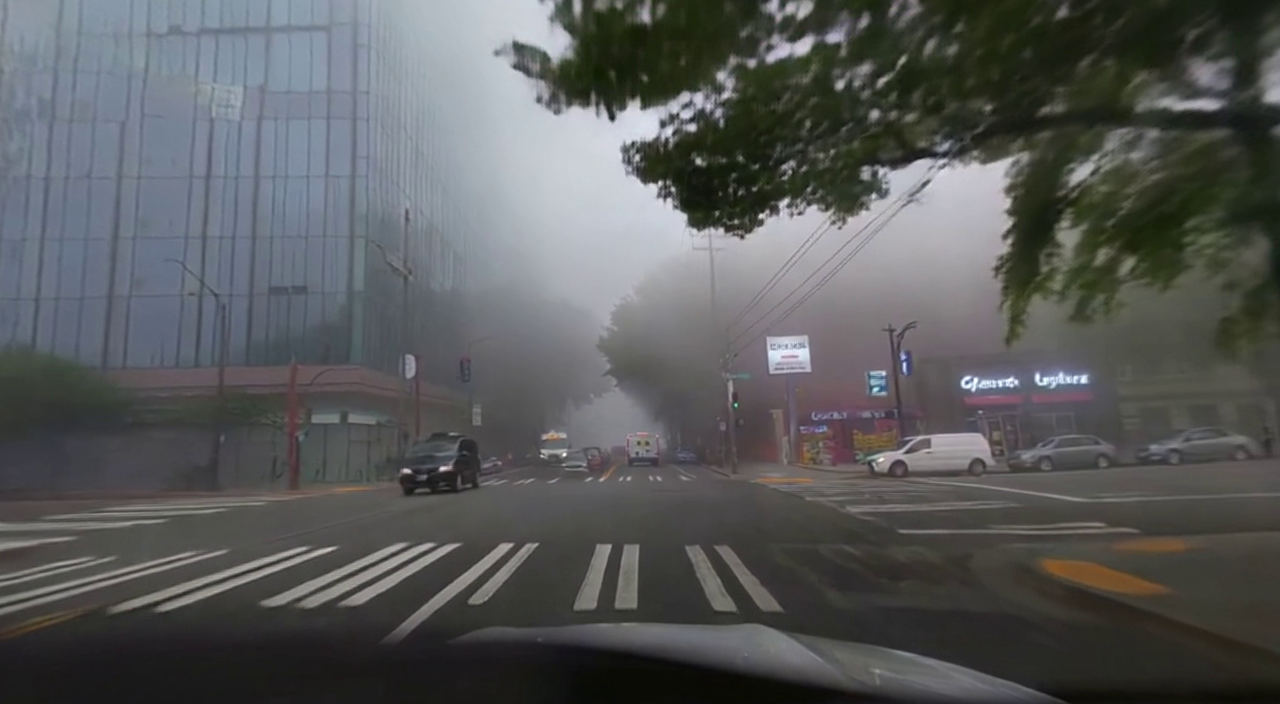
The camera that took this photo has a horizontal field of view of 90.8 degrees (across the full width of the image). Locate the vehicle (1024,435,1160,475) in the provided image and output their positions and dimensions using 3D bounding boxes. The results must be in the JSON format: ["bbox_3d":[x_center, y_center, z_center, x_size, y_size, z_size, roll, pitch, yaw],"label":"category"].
[{"bbox_3d":[18.868,4.309,26.537,4.161,1.586,1.992,0,-9,-2],"label":"vehicle"}]

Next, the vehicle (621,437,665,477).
[{"bbox_3d":[0.095,5.425,32.825,2.127,1.893,4.194,0,-9,-2],"label":"vehicle"}]

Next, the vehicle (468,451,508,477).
[{"bbox_3d":[-9.951,7.353,41.672,1.847,1.566,3.525,-2,-9,-1],"label":"vehicle"}]

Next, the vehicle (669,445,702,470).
[{"bbox_3d":[3.150,7.463,44.811,1.934,1.633,4.271,0,-9,-1],"label":"vehicle"}]

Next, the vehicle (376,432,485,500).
[{"bbox_3d":[-6.719,3.696,20.884,2.090,1.975,4.657,0,-9,-2],"label":"vehicle"}]

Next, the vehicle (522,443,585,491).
[{"bbox_3d":[-3.227,4.332,24.297,2.026,1.616,4.109,-1,-8,-2],"label":"vehicle"}]

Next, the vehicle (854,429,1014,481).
[{"bbox_3d":[10.928,3.883,23.914,4.966,1.826,2.209,-1,-9,7],"label":"vehicle"}]
